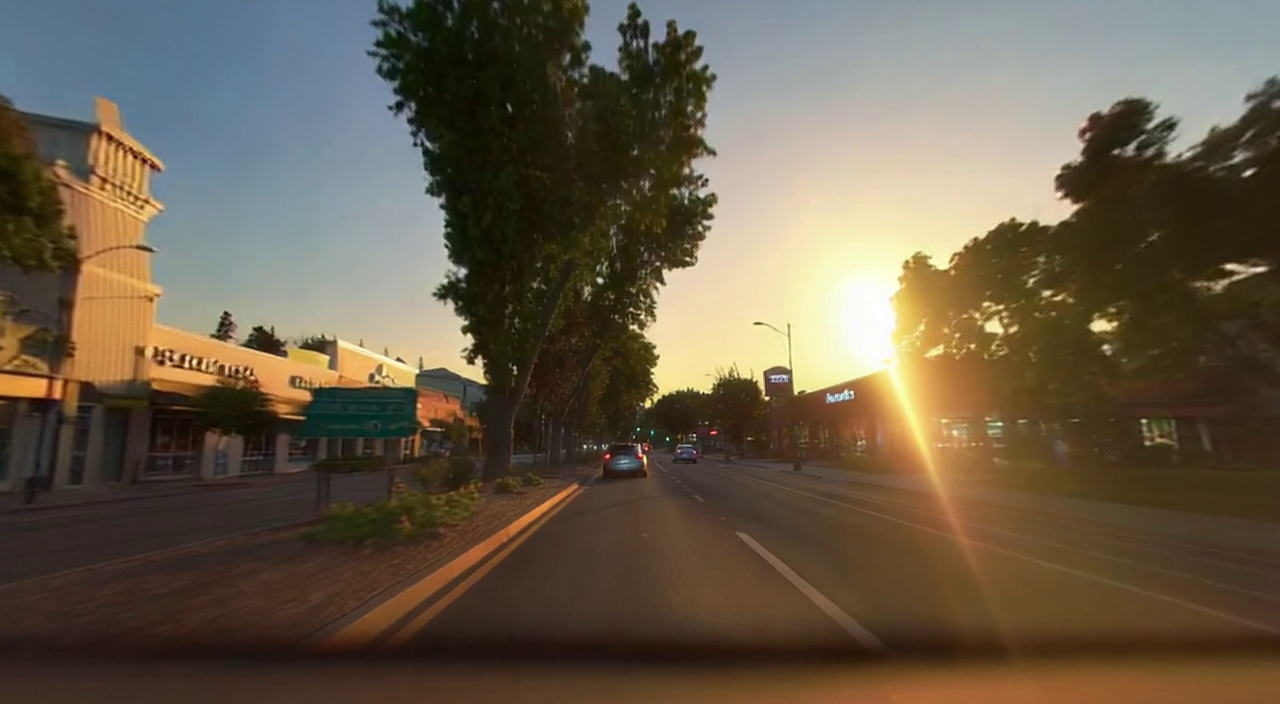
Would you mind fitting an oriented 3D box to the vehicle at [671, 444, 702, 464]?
[{"bbox_3d":[3.551,7.899,48.970,1.910,1.474,4.003,0,-9,-2],"label":"vehicle"}]

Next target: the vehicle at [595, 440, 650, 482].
[{"bbox_3d":[-0.633,4.212,24.677,2.006,1.487,3.535,0,-9,0],"label":"vehicle"}]
